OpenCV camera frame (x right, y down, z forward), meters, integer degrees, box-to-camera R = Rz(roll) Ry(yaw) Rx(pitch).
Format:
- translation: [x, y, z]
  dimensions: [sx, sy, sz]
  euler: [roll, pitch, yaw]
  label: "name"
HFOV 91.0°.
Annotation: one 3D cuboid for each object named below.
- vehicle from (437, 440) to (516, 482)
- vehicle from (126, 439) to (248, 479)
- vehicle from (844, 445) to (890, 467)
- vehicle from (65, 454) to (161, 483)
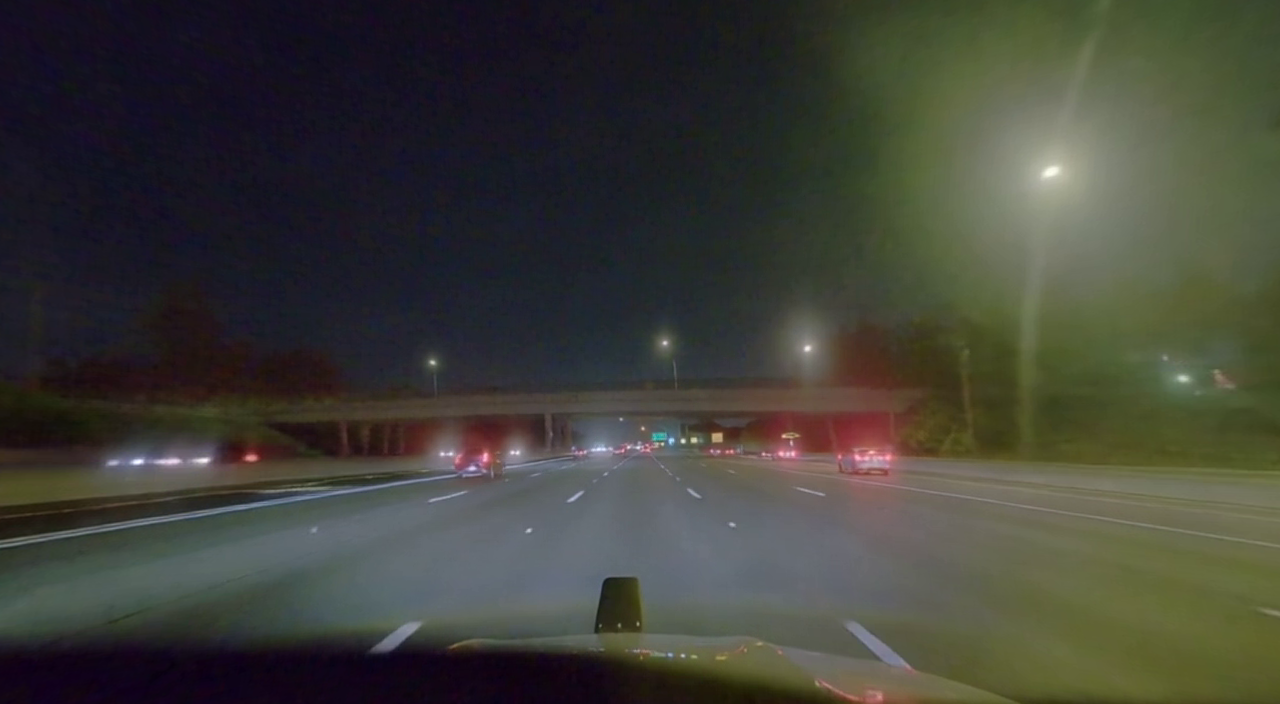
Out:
- translation: [-6.428, 4.313, 25.289]
  dimensions: [1.985, 1.513, 4.172]
  euler: [0, -9, 1]
  label: "vehicle"
- translation: [-24.231, 5.730, 34.070]
  dimensions: [2.299, 1.967, 5.698]
  euler: [0, -9, 1]
  label: "vehicle"
- translation: [17.816, 8.159, 49.617]
  dimensions: [1.884, 1.567, 4.692]
  euler: [0, -9, 0]
  label: "vehicle"
- translation: [-31.561, 6.965, 37.915]
  dimensions: [1.786, 1.502, 4.610]
  euler: [0, -9, 0]
  label: "vehicle"
